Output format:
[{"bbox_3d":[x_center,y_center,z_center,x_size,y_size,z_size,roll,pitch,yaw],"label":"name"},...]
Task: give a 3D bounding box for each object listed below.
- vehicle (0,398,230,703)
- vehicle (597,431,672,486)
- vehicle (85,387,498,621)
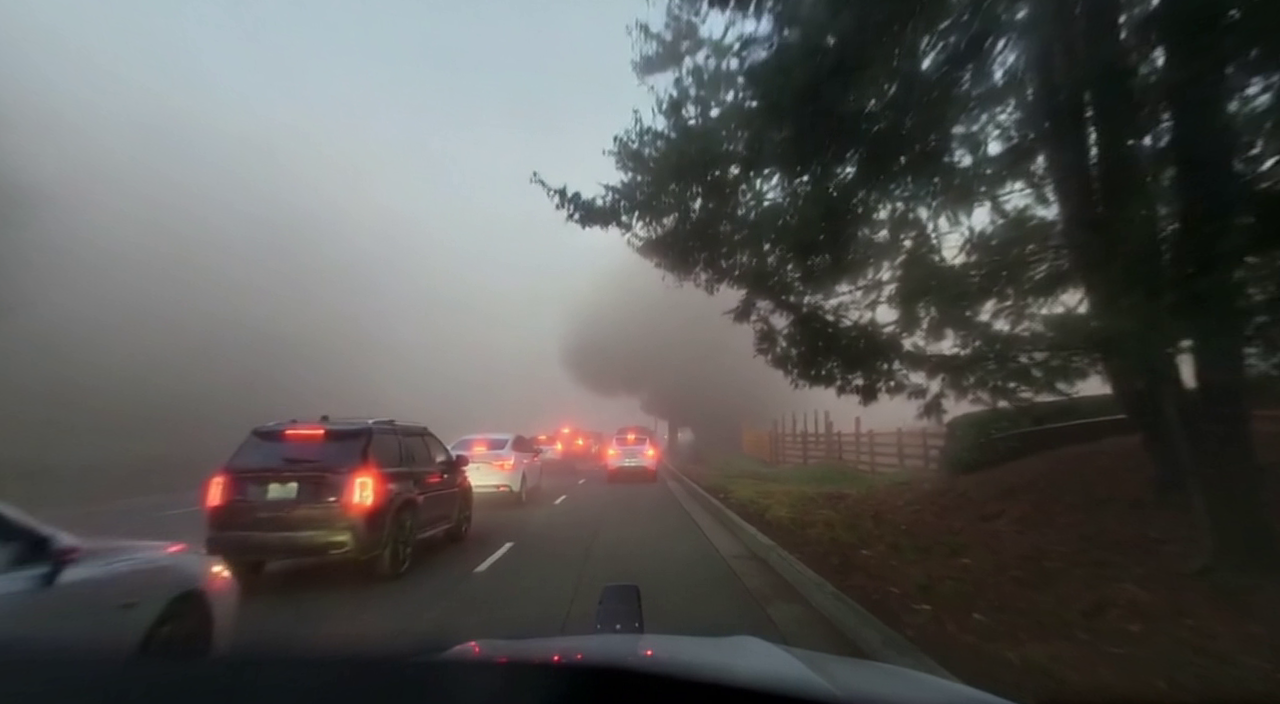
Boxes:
[{"bbox_3d":[-3.030,0.729,0.893,1.966,1.472,4.305,0,-8,0],"label":"vehicle"},{"bbox_3d":[-0.136,3.131,18.794,1.995,1.460,3.865,0,-8,0],"label":"vehicle"},{"bbox_3d":[-3.086,1.439,6.913,1.999,1.727,4.340,0,-8,0],"label":"vehicle"}]
